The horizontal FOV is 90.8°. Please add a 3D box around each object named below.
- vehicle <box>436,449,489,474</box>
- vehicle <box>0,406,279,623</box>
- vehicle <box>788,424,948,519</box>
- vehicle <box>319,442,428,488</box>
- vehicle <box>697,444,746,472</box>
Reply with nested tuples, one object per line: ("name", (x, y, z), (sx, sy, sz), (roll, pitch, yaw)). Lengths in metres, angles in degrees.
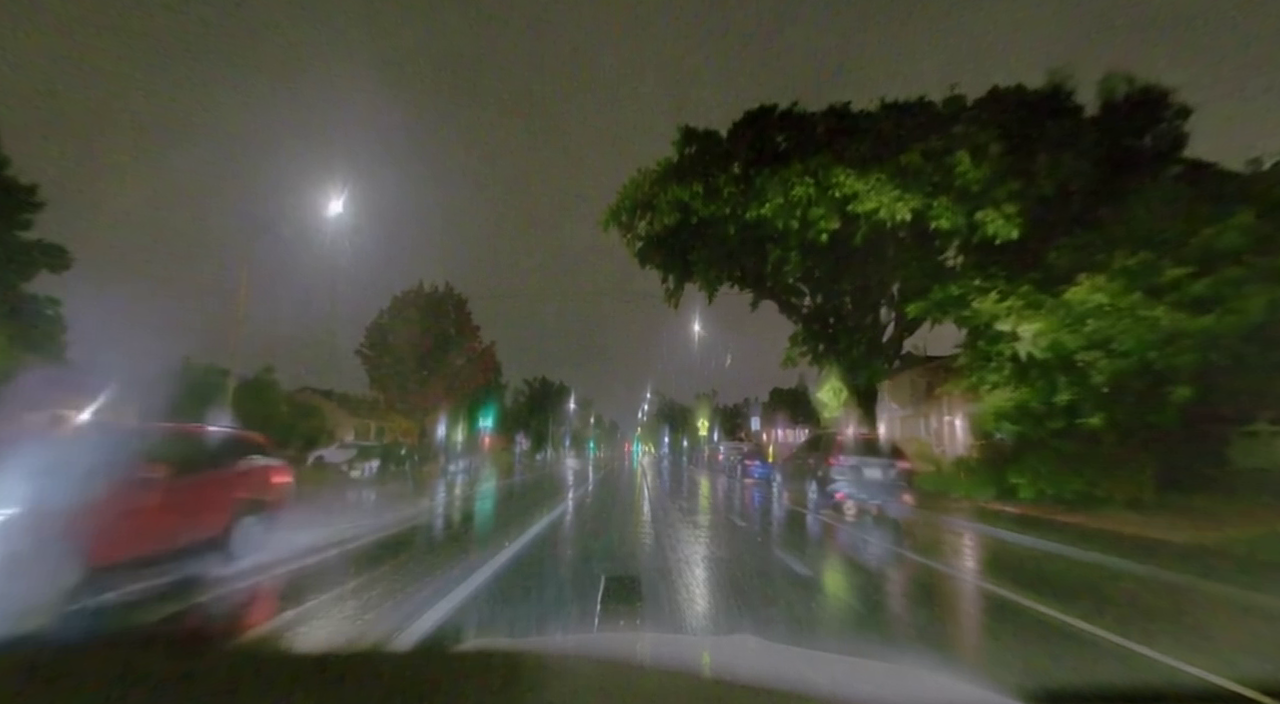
("vehicle", (-11.078, 6.846, 39.793), (1.949, 1.457, 4.581), (0, -9, 0))
("vehicle", (-6.265, 1.550, 6.693), (2.166, 1.734, 4.551), (0, -9, 0))
("vehicle", (5.057, 2.714, 14.762), (2.087, 1.869, 4.159), (0, -9, -1))
("vehicle", (-11.331, 4.829, 27.385), (2.459, 1.804, 4.877), (0, -9, 2))
("vehicle", (4.487, 5.925, 35.591), (2.196, 1.472, 4.426), (0, -9, 0))
